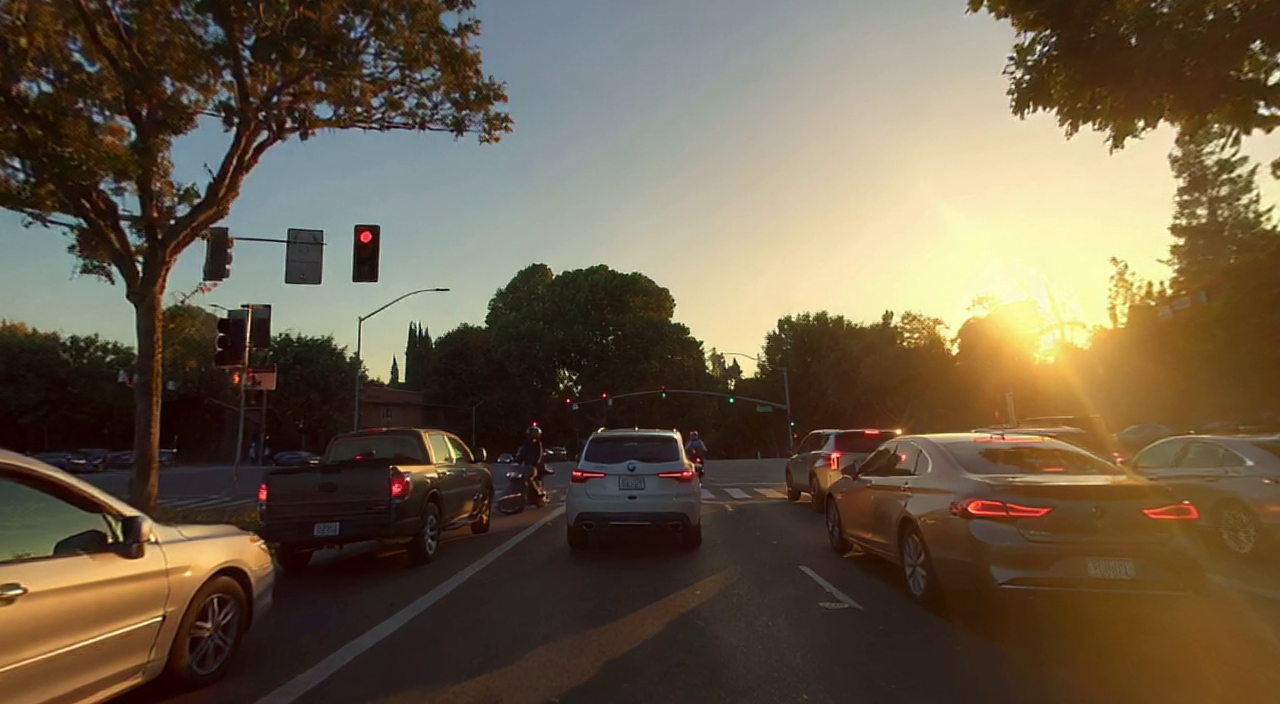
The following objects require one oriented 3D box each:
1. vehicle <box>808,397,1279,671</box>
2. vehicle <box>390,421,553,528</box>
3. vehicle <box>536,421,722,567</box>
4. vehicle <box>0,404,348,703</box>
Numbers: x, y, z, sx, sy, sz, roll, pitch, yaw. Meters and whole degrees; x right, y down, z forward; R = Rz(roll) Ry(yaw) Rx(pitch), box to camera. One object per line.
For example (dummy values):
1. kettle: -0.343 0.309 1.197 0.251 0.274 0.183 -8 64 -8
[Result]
1. vehicle: 3.240 1.440 6.159 2.006 1.659 4.462 0 -8 0
2. vehicle: -3.178 2.419 13.021 2.048 1.805 4.405 0 -8 1
3. vehicle: -0.090 1.899 9.139 2.106 1.655 3.717 0 -8 1
4. vehicle: -3.340 1.001 2.708 1.863 1.495 4.667 0 -8 1
